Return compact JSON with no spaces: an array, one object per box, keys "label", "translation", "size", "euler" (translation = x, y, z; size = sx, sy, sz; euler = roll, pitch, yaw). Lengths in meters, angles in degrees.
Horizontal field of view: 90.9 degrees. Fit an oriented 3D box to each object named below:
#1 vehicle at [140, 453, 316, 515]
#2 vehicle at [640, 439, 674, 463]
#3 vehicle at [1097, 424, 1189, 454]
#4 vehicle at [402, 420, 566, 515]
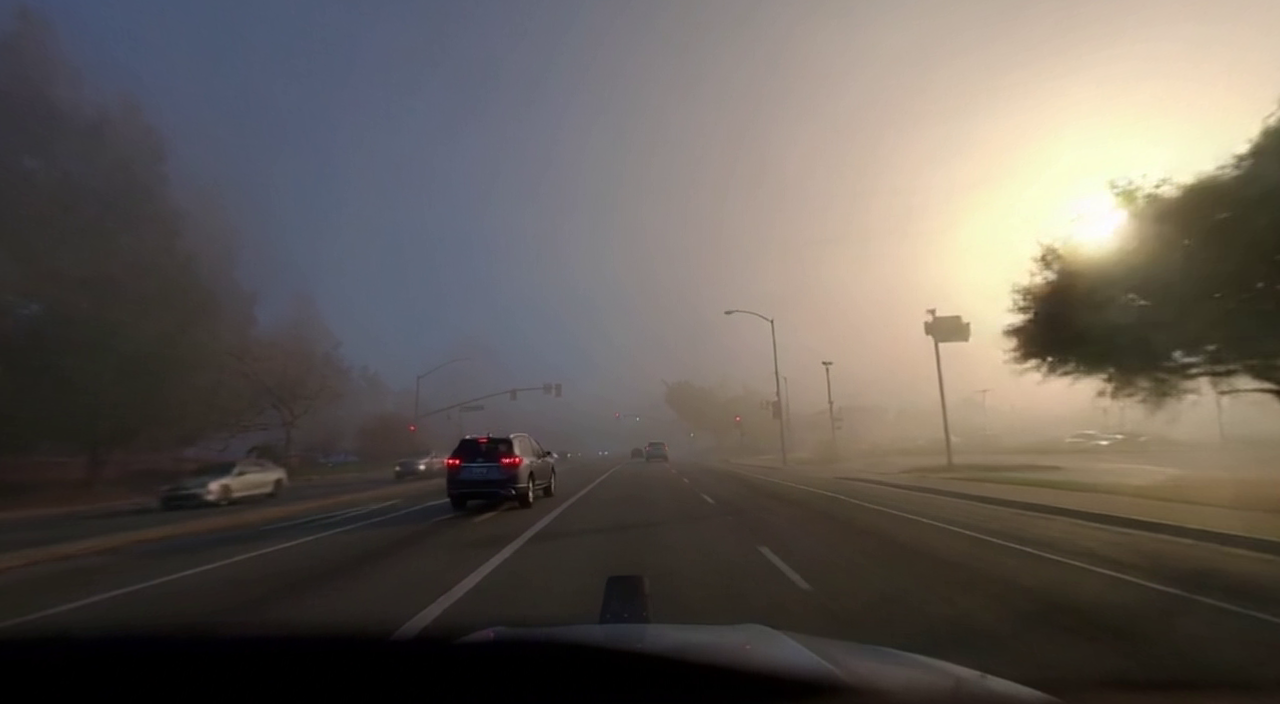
[{"label":"vehicle","translation":[-11.770,3.768,18.529],"size":[1.915,1.493,4.782],"euler":[-1,-8,1]},{"label":"vehicle","translation":[1.265,7.661,48.910],"size":[2.437,1.737,4.420],"euler":[0,-8,-2]},{"label":"vehicle","translation":[33.095,5.722,41.685],"size":[2.003,1.734,4.821],"euler":[-3,-7,0]},{"label":"vehicle","translation":[-3.358,2.656,15.042],"size":[2.459,1.825,5.380],"euler":[-1,-8,1]}]
